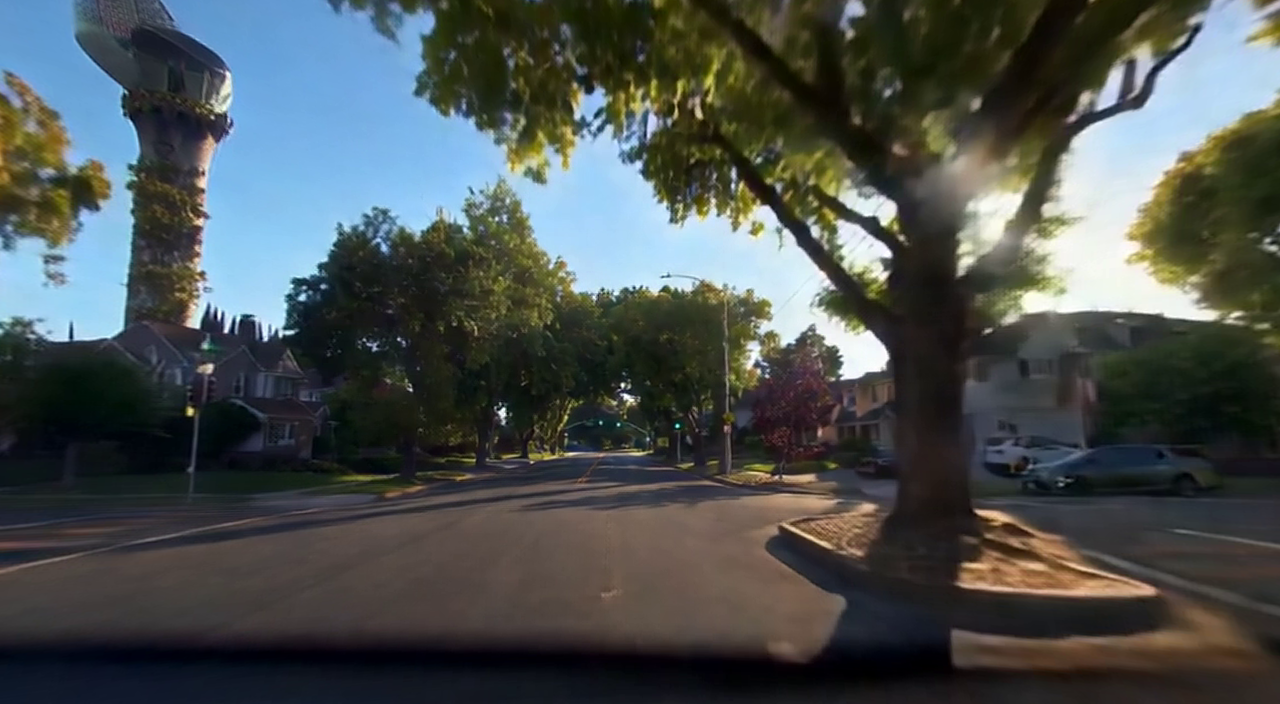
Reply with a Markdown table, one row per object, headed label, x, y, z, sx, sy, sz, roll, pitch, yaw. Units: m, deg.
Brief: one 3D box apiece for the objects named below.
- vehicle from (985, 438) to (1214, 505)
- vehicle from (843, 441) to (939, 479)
| label | x | y | z | sx | sy | sz | roll | pitch | yaw |
| --- | --- | --- | --- | --- | --- | --- | --- | --- | --- |
| vehicle | 11.958 | 3.113 | 16.632 | 4.448 | 1.637 | 1.881 | -1 | -9 | 5 |
| vehicle | 9.845 | 4.213 | 24.724 | 3.191 | 1.365 | 1.458 | -6 | -10 | 36 |
